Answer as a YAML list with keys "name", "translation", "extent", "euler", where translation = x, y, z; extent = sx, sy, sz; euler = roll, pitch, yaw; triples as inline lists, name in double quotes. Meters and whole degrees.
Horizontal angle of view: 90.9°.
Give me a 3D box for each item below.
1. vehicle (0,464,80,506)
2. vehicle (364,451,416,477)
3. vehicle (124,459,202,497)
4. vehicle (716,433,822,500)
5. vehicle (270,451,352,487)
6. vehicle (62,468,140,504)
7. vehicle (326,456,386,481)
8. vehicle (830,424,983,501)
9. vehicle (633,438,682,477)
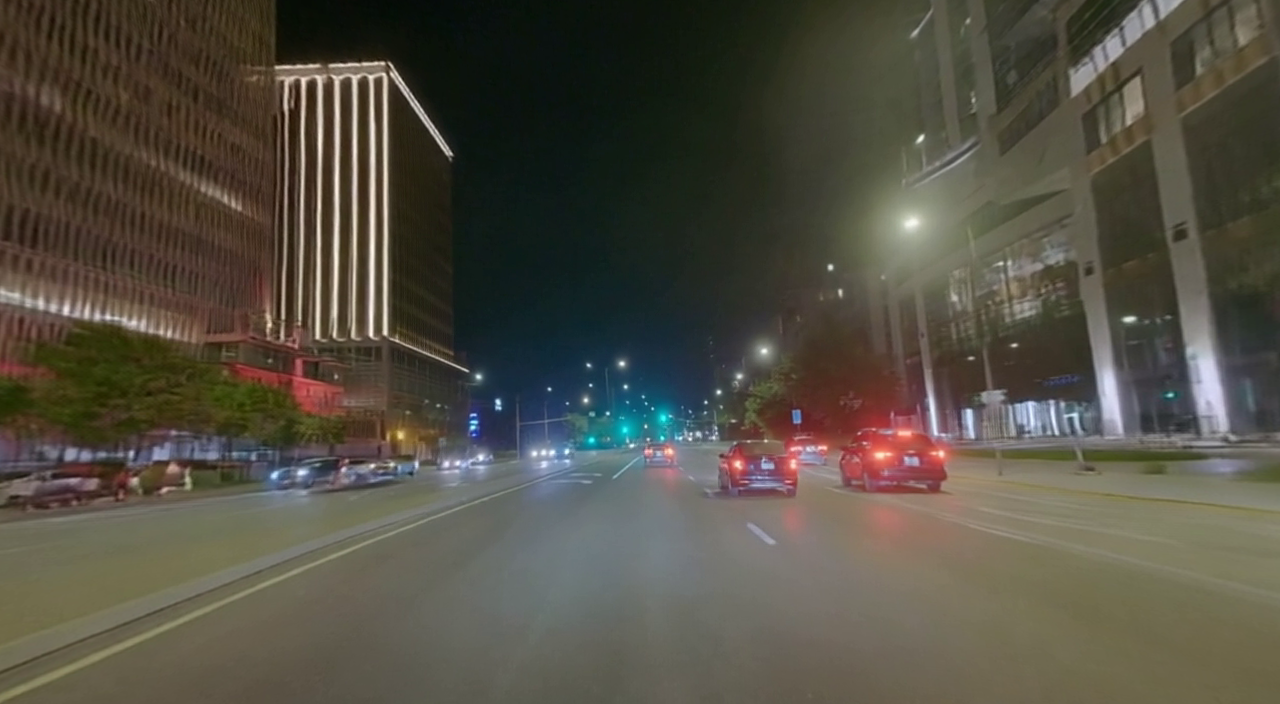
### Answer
- name: "vehicle"
  translation: [-30.603, 6.734, 32.226]
  extent: [1.944, 1.794, 4.468]
  euler: [5, -10, -30]
- name: "vehicle"
  translation: [-17.870, 8.003, 45.297]
  extent: [1.847, 1.730, 4.530]
  euler: [0, -8, 1]
- name: "vehicle"
  translation: [-24.564, 6.454, 32.634]
  extent: [2.076, 1.688, 4.635]
  euler: [3, -9, -23]
- name: "vehicle"
  translation: [3.404, 3.126, 17.626]
  extent: [1.931, 1.591, 4.708]
  euler: [0, -8, 0]
- name: "vehicle"
  translation: [-17.950, 6.384, 34.646]
  extent: [1.954, 1.779, 4.635]
  euler: [0, -8, 0]
- name: "vehicle"
  translation: [-27.401, 6.790, 32.222]
  extent: [1.989, 1.476, 4.088]
  euler: [4, -9, -26]
- name: "vehicle"
  translation: [-18.002, 7.403, 40.174]
  extent: [1.716, 1.412, 4.335]
  euler: [0, -8, 1]
- name: "vehicle"
  translation: [6.908, 2.916, 17.029]
  extent: [1.963, 1.783, 4.722]
  euler: [0, -8, -1]
- name: "vehicle"
  translation: [0.741, 4.908, 29.547]
  extent: [2.125, 1.669, 3.880]
  euler: [0, -8, 0]
